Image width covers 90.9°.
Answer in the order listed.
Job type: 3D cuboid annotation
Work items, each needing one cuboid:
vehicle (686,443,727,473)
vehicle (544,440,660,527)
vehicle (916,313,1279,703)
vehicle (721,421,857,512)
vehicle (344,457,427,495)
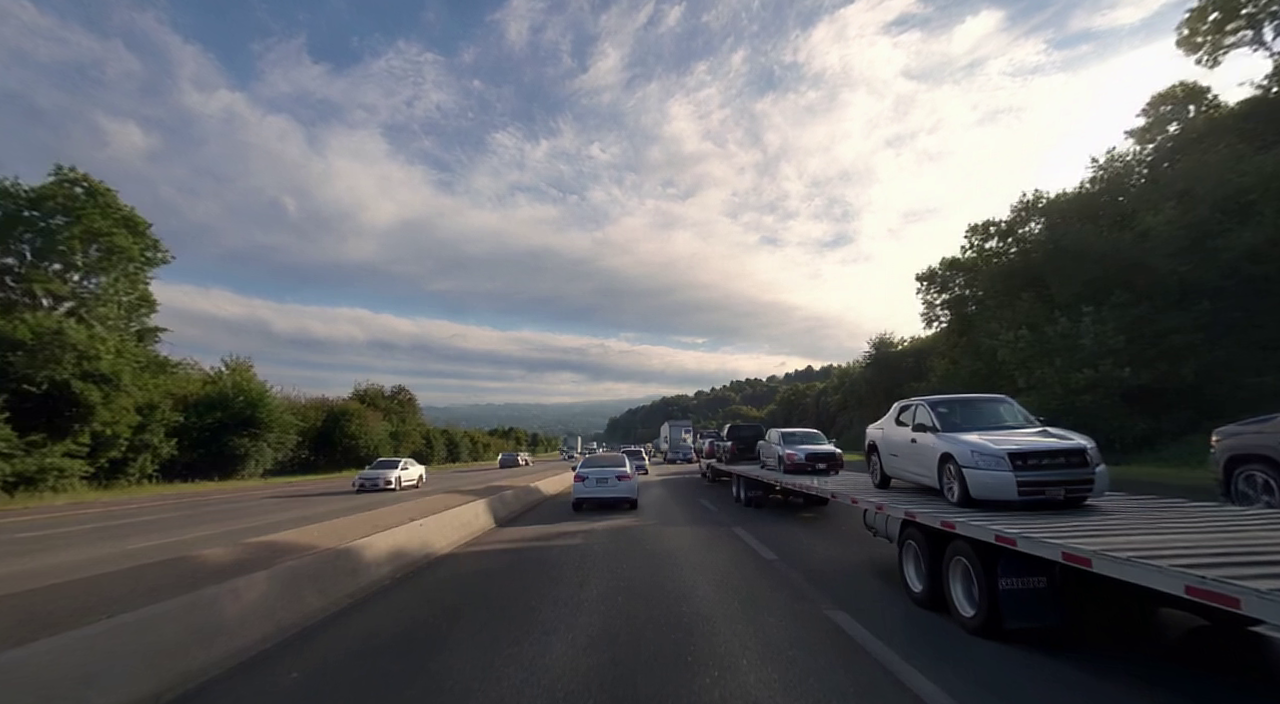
[{"bbox_3d":[3.942,6.334,37.845,1.938,1.660,4.223,0,-9,0],"label":"vehicle"},{"bbox_3d":[-0.664,2.565,12.750,1.991,1.466,3.675,0,-9,0],"label":"vehicle"},{"bbox_3d":[3.462,0.891,3.346,1.959,1.783,4.407,0,-9,0],"label":"vehicle"},{"bbox_3d":[3.400,2.725,15.290,2.303,1.889,3.920,0,-9,0],"label":"vehicle"},{"bbox_3d":[-11.201,5.462,28.032,2.089,1.482,3.770,0,-9,1],"label":"vehicle"}]
